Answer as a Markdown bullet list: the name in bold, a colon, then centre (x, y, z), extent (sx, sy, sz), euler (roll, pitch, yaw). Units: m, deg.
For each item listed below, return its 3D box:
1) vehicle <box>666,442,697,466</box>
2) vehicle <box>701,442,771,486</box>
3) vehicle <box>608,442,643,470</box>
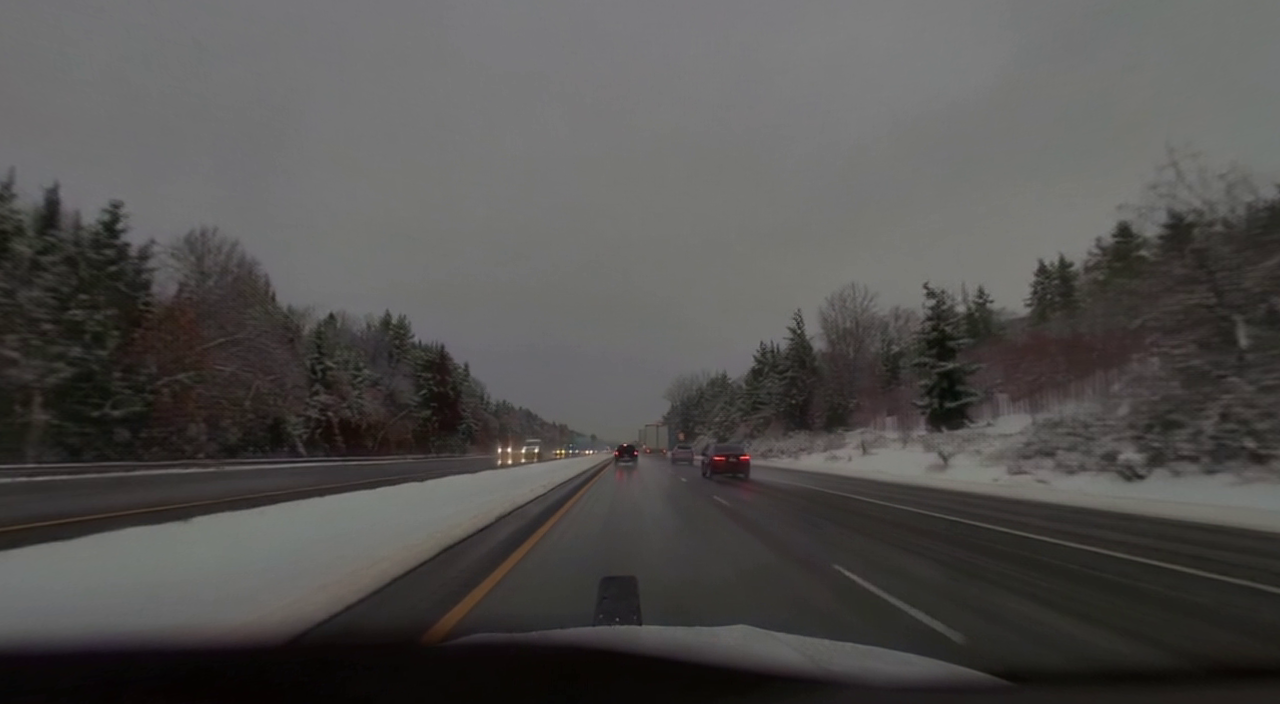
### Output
- **vehicle**: centre (3.134, 7.842, 48.468), extent (1.982, 1.745, 4.151), euler (0, -9, -2)
- **vehicle**: centre (3.577, 4.247, 23.990), extent (1.968, 1.513, 3.911), euler (0, -9, -1)
- **vehicle**: centre (-0.958, 6.763, 40.998), extent (2.151, 1.693, 4.201), euler (0, -9, -2)
